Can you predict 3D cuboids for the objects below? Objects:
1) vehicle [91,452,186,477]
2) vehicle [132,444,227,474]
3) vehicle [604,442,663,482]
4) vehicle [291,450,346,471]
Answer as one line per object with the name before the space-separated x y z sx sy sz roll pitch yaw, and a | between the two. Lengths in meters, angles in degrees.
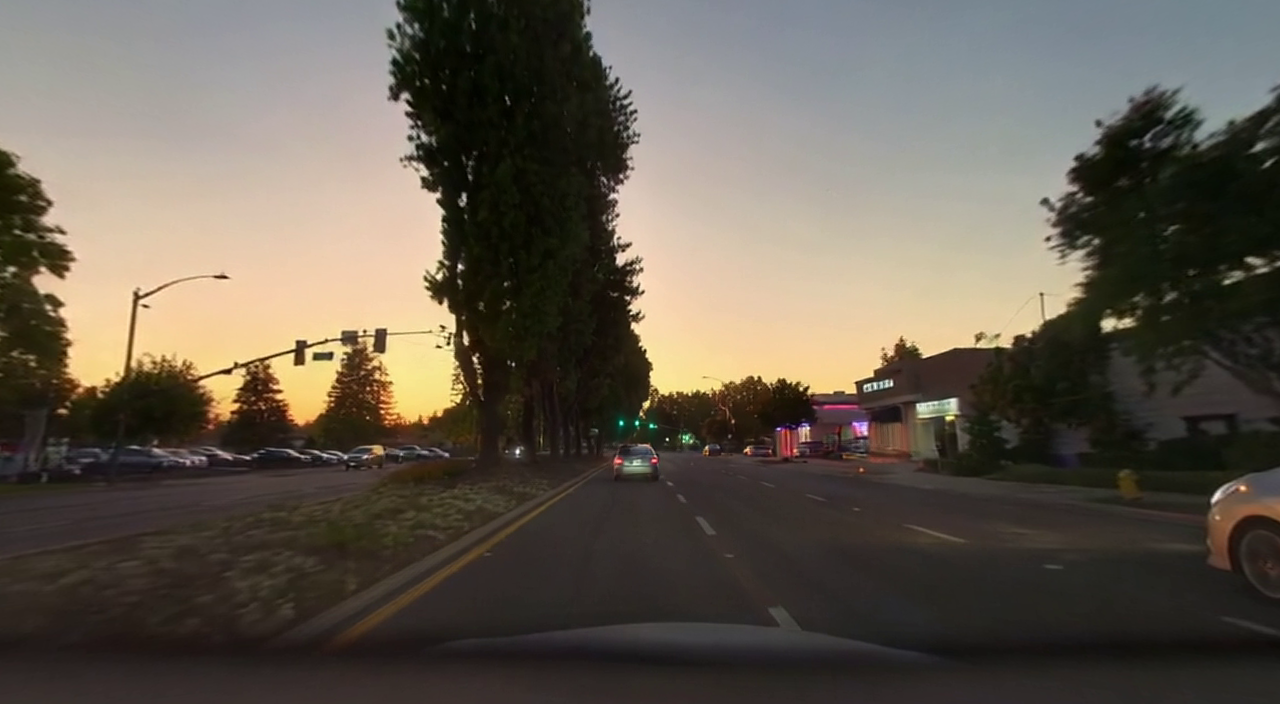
vehicle | -33.073 7.374 41.758 4.686 1.478 1.801 7 -11 -41
vehicle | -33.130 7.633 45.537 5.124 2.003 2.233 7 -11 -41
vehicle | -0.273 4.379 25.509 2.185 1.473 3.925 0 -8 -1
vehicle | -24.271 8.164 47.911 1.915 1.460 4.717 0 -8 -3
